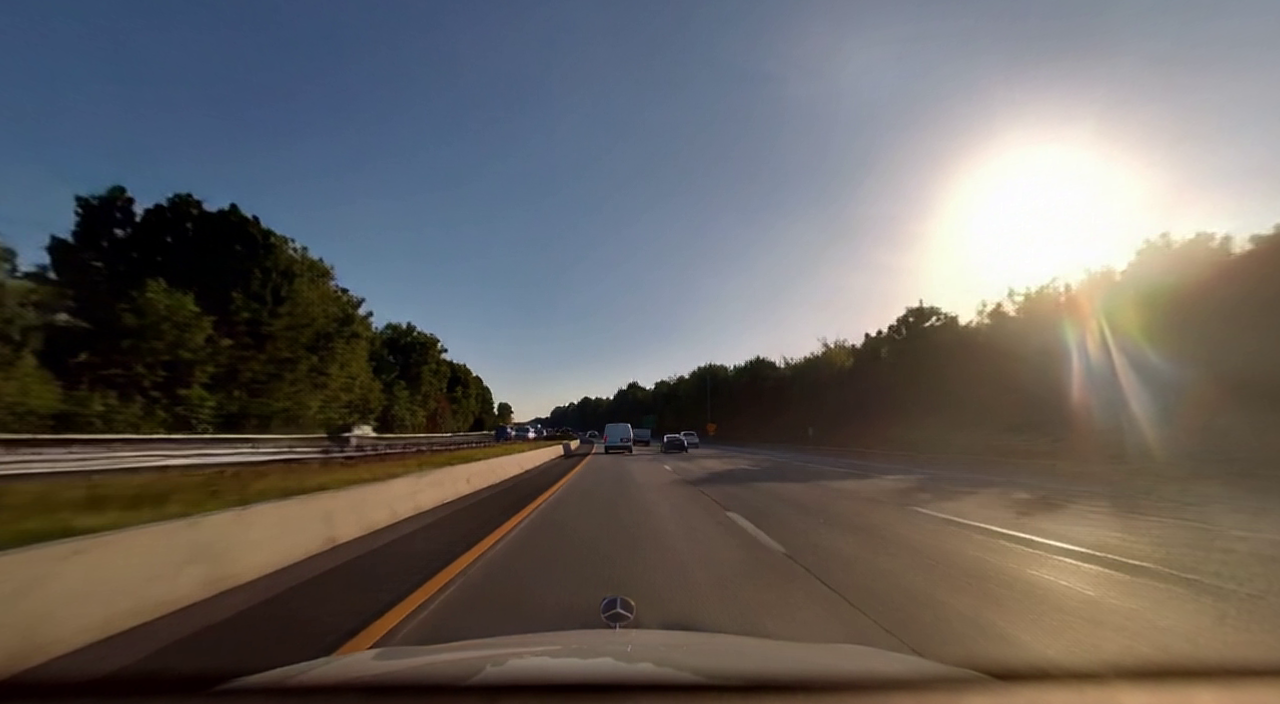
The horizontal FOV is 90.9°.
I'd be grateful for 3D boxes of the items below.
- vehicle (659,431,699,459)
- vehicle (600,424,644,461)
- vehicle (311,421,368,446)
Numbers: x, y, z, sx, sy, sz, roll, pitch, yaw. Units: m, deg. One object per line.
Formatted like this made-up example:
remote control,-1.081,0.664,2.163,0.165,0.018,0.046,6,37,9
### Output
vehicle,2.351,5.713,38.731,1.996,1.589,3.715,0,-8,-4
vehicle,-1.074,5.303,37.116,2.403,1.994,4.683,0,-8,-2
vehicle,-18.683,5.105,39.321,1.765,1.493,3.712,0,-8,-1
